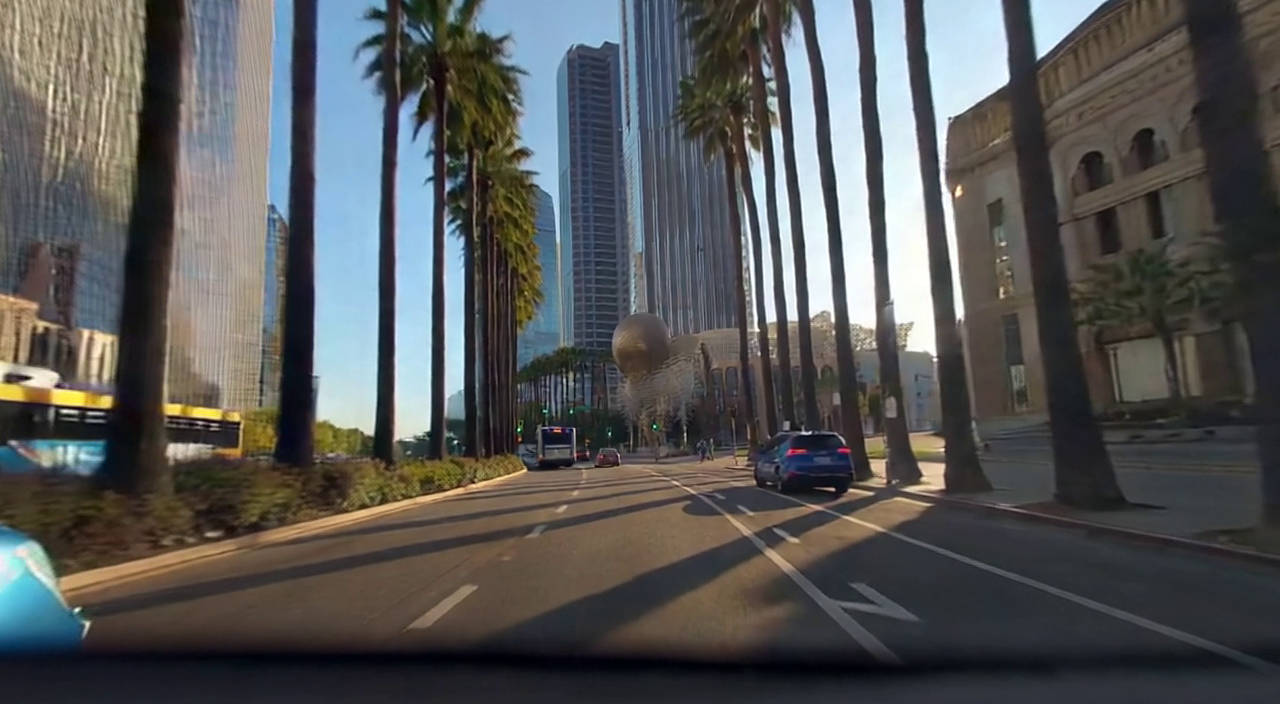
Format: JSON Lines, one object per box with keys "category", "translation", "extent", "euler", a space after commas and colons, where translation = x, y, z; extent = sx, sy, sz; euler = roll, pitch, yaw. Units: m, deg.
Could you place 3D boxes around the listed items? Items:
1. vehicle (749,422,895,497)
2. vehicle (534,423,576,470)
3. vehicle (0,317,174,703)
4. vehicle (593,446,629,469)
{"category": "vehicle", "translation": [5.017, 3.097, 18.458], "extent": [2.212, 1.854, 5.419], "euler": [0, -9, -5]}
{"category": "vehicle", "translation": [-6.162, 6.936, 46.126], "extent": [2.678, 3.042, 8.474], "euler": [1, -9, -7]}
{"category": "vehicle", "translation": [-3.592, 0.549, 0.936], "extent": [2.120, 1.826, 4.737], "euler": [0, -9, 0]}
{"category": "vehicle", "translation": [-2.064, 7.339, 44.016], "extent": [2.107, 1.481, 4.097], "euler": [1, -9, -8]}
